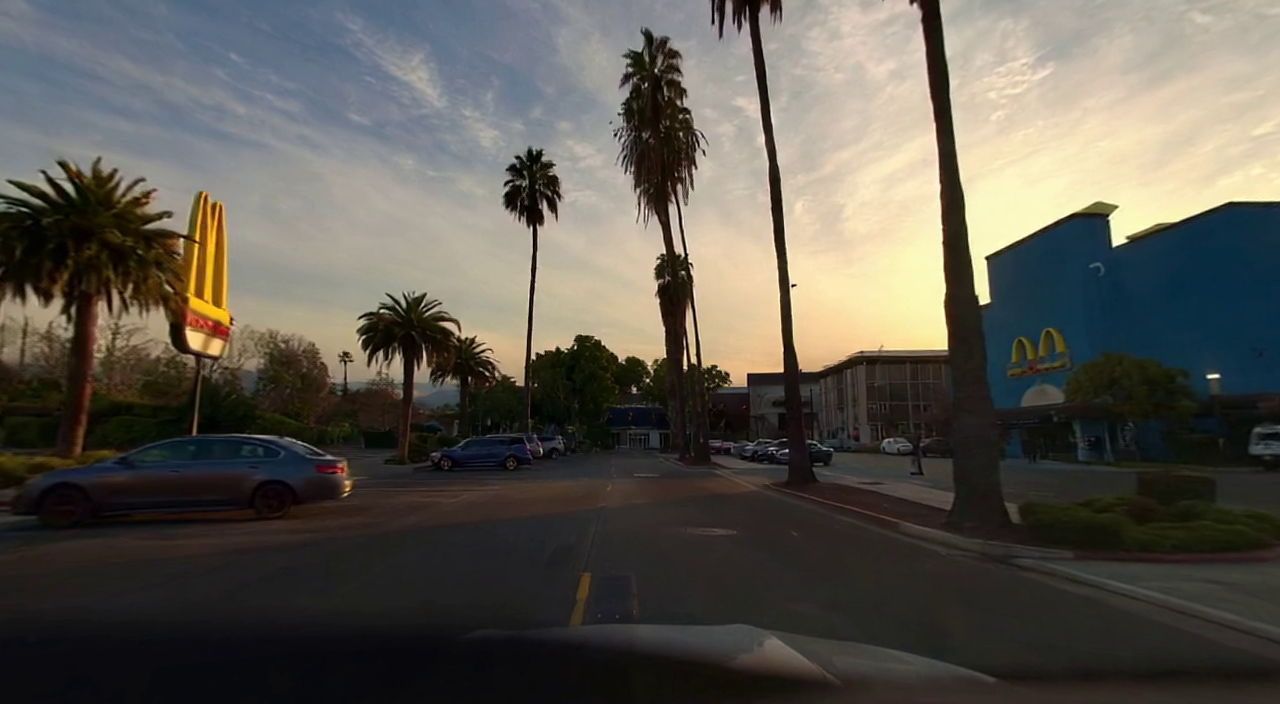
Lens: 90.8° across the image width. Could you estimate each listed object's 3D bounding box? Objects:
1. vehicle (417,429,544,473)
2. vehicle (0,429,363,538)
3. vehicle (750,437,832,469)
[{"bbox_3d":[-7.334,4.571,29.302,5.210,1.834,2.281,5,-10,-30],"label":"vehicle"},{"bbox_3d":[-7.620,2.170,10.989,4.838,1.521,2.105,5,-10,-30],"label":"vehicle"},{"bbox_3d":[9.004,6.000,37.559,4.509,1.759,2.077,5,-10,-31],"label":"vehicle"}]
